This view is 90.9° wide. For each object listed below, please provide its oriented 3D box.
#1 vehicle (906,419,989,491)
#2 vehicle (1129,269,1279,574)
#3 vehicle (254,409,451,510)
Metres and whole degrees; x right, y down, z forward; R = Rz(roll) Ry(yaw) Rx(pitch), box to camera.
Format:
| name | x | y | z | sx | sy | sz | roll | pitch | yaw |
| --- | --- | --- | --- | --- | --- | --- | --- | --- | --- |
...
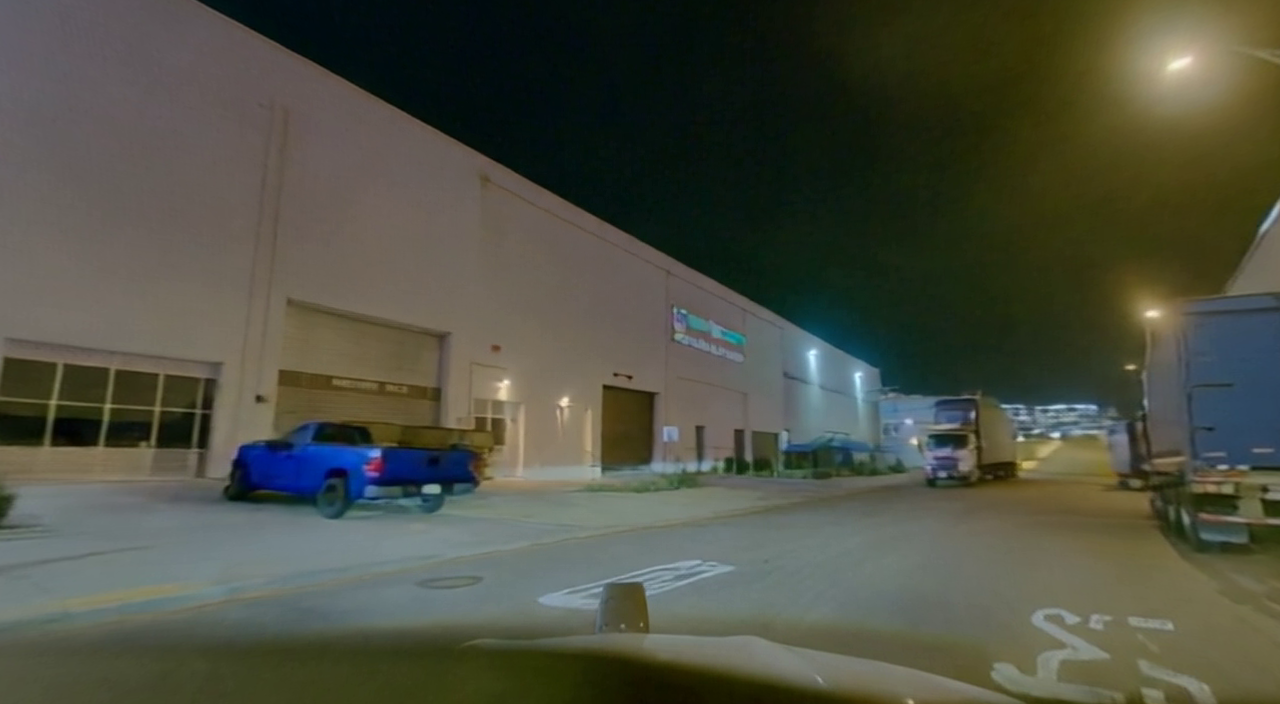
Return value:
| name | x | y | z | sx | sy | sz | roll | pitch | yaw |
| --- | --- | --- | --- | --- | --- | --- | --- | --- | --- |
| vehicle | 20.189 | 6.606 | 41.116 | 3.111 | 4.217 | 7.722 | -7 | -10 | 37 |
| vehicle | 13.465 | 1.630 | 14.116 | 2.966 | 4.658 | 11.455 | -6 | -10 | 34 |
| vehicle | -9.855 | 3.606 | 22.348 | 2.298 | 3.004 | 6.271 | -8 | -8 | 26 |
